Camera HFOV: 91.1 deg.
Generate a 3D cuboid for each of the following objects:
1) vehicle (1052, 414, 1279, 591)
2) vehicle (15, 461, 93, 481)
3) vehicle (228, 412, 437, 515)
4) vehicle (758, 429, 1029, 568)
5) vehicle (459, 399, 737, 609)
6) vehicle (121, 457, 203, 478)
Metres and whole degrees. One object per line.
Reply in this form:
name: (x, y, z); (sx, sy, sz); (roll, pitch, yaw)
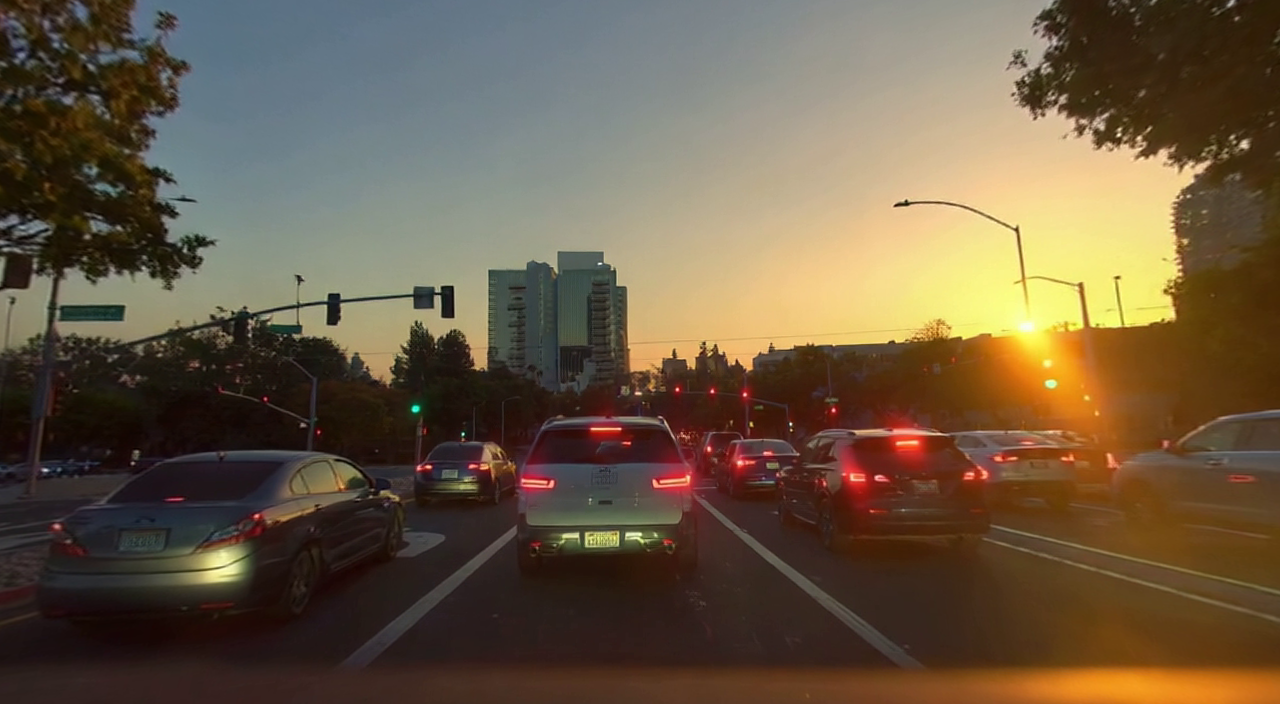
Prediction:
vehicle: (6.570, 1.444, 6.325); (1.941, 1.532, 4.152); (0, -8, -1)
vehicle: (-45.688, 9.264, 49.000); (4.232, 1.498, 1.791); (0, -8, 1)
vehicle: (-6.714, 2.503, 14.585); (2.214, 1.953, 5.017); (0, -8, 1)
vehicle: (3.154, 1.908, 9.043); (1.971, 1.473, 4.495); (0, -8, -1)
vehicle: (-0.309, 1.534, 7.210); (2.256, 1.694, 4.055); (0, -8, 1)
vehicle: (-37.306, 9.011, 49.067); (4.914, 1.487, 1.850); (0, -8, 1)
